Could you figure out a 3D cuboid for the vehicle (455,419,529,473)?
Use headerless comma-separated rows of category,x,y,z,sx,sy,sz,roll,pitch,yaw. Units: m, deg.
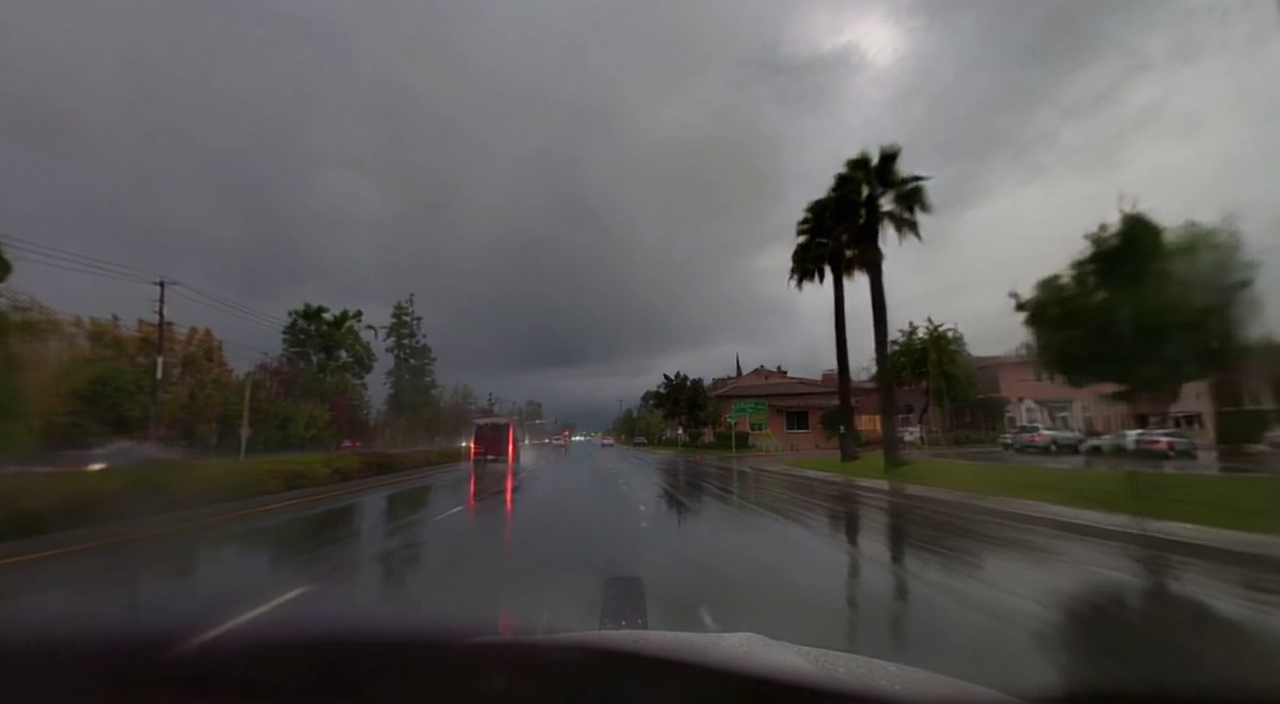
vehicle,-6.504,4.258,28.378,2.507,2.161,6.049,1,-9,-6

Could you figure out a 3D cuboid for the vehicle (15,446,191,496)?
vehicle,-17.735,3.902,21.123,2.030,1.459,4.695,1,-9,-5

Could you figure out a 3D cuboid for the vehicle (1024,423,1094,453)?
vehicle,25.796,5.312,38.608,4.520,1.746,2.295,7,-11,-40

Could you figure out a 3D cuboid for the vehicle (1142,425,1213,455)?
vehicle,29.420,4.837,34.309,4.384,1.501,2.020,7,-10,-38
